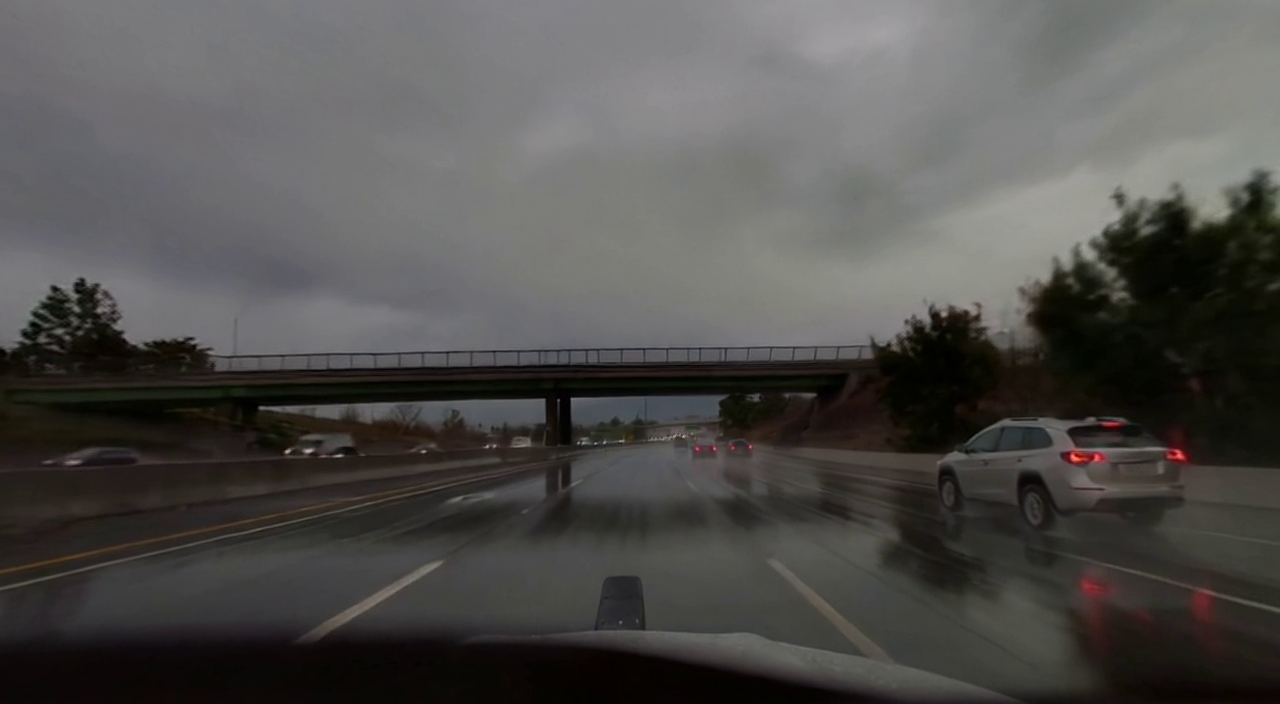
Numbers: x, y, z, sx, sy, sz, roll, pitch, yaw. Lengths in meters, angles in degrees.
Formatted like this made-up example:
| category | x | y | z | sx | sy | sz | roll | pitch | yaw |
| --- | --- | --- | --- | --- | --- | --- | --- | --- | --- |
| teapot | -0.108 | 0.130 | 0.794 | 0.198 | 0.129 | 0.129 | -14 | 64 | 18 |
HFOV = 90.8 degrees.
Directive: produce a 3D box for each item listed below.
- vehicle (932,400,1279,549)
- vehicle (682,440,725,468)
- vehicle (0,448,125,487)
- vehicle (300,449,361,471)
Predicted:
| category | x | y | z | sx | sy | sz | roll | pitch | yaw |
| --- | --- | --- | --- | --- | --- | --- | --- | --- | --- |
| vehicle | 7.063 | 1.886 | 10.355 | 2.087 | 1.806 | 4.946 | 0 | -9 | -1 |
| vehicle | 3.432 | 5.646 | 35.098 | 1.981 | 1.471 | 4.342 | 0 | -9 | 1 |
| vehicle | -27.639 | 5.504 | 30.371 | 1.952 | 1.688 | 4.454 | 0 | -9 | 0 |
| vehicle | -23.370 | 8.171 | 47.891 | 2.096 | 1.515 | 4.805 | -1 | -9 | 2 |
